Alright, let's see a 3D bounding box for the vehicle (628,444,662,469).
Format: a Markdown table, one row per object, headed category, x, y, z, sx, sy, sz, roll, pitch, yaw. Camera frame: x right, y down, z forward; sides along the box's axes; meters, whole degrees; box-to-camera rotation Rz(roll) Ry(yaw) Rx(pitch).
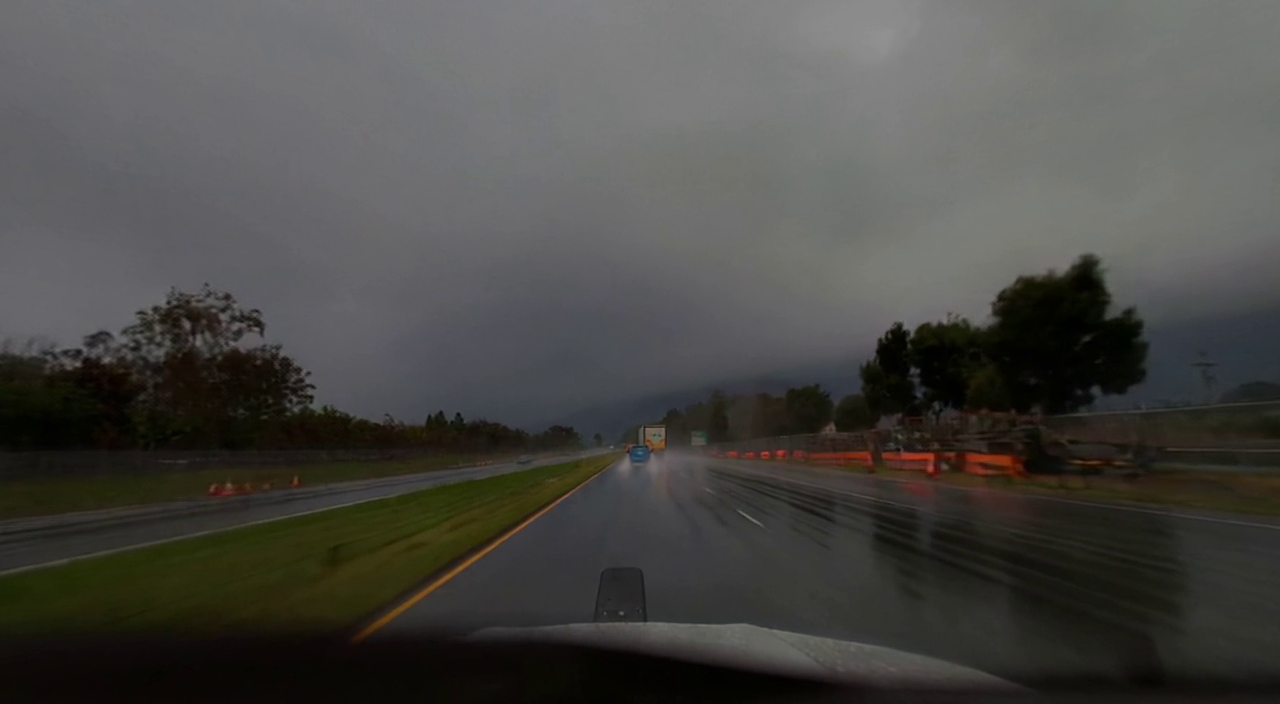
| category | x | y | z | sx | sy | sz | roll | pitch | yaw |
| --- | --- | --- | --- | --- | --- | --- | --- | --- | --- |
| vehicle | 0.282 | 6.810 | 41.217 | 2.065 | 1.573 | 3.734 | 0 | -9 | -1 |
